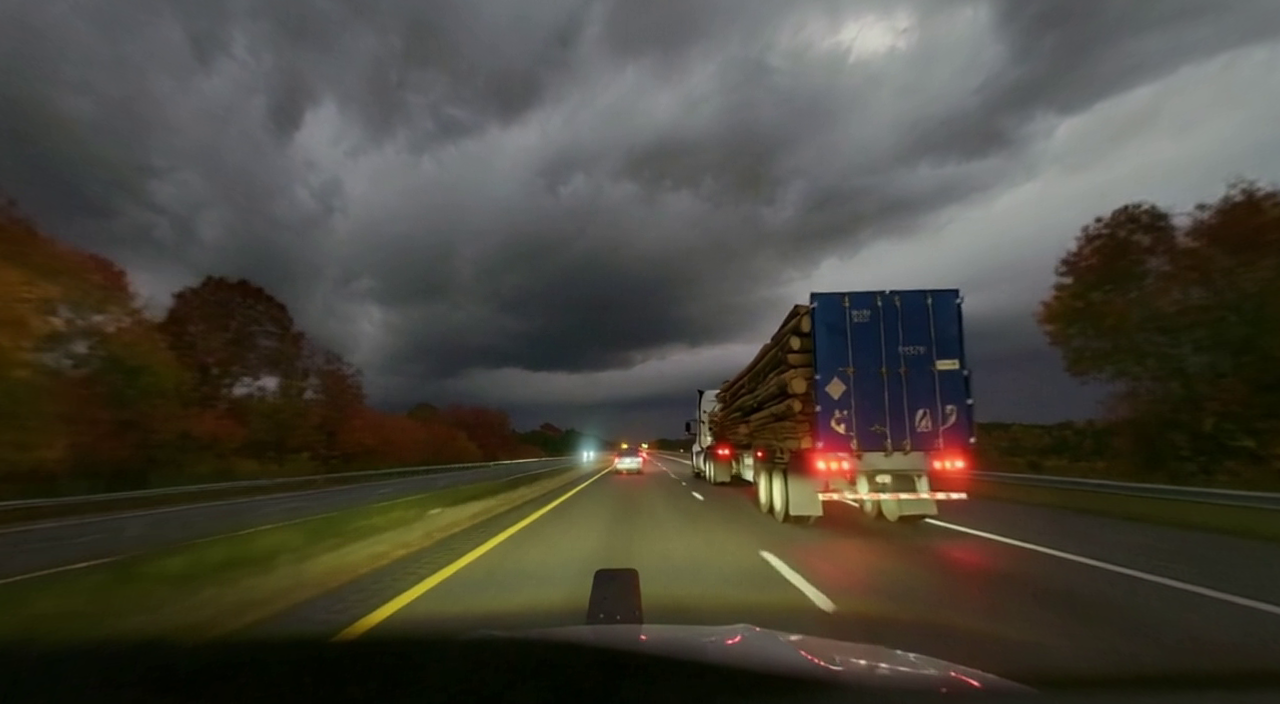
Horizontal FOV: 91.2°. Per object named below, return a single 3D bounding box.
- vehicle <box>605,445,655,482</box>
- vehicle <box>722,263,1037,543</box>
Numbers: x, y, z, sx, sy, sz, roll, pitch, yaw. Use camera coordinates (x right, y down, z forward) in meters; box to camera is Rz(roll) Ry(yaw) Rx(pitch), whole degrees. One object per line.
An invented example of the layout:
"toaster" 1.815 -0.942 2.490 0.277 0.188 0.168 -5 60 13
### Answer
"vehicle" -0.441 5.000 28.410 2.099 1.506 4.097 -1 -9 0
"vehicle" 3.847 1.297 12.972 3.004 3.923 8.363 0 -9 -1
